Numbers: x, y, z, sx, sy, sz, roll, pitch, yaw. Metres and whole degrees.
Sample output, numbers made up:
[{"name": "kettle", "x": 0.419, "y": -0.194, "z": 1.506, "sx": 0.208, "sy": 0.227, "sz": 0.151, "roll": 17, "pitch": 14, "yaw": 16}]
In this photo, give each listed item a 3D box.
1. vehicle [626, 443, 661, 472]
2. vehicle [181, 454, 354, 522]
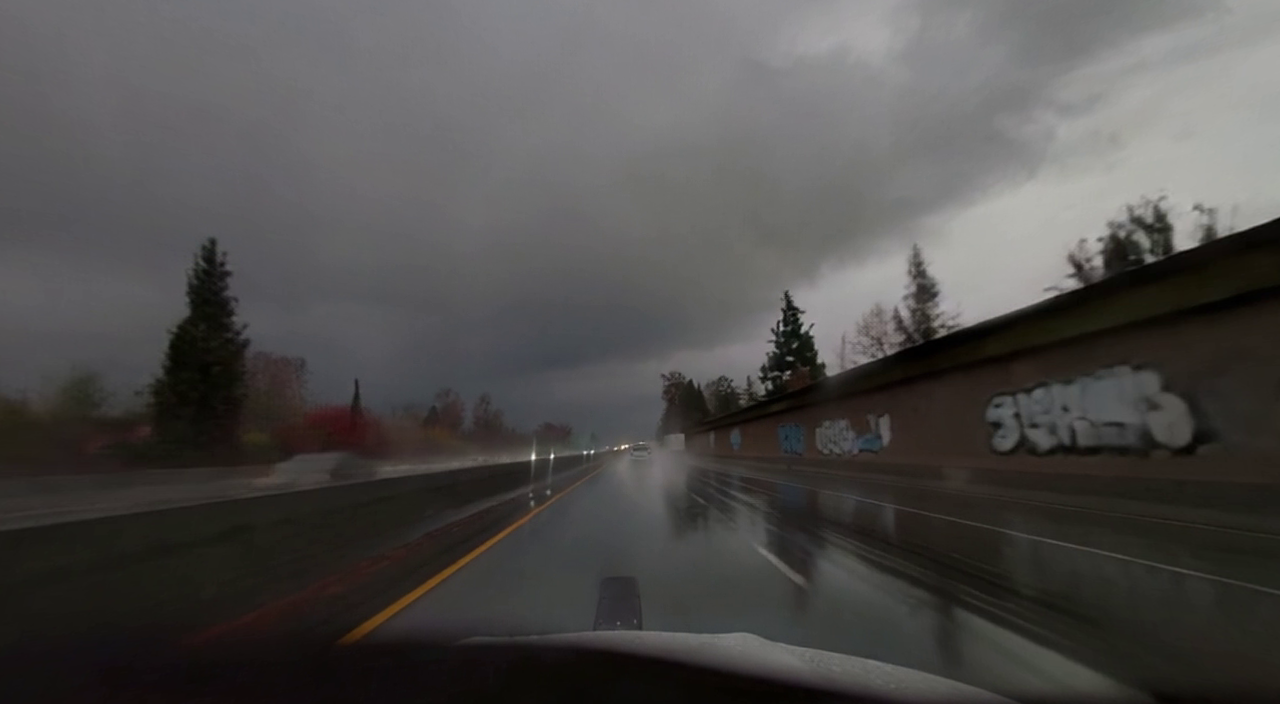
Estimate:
[{"name": "vehicle", "x": 0.194, "y": 6.568, "z": 39.277, "sx": 2.095, "sy": 1.671, "sz": 4.219, "roll": 0, "pitch": -9, "yaw": -1}, {"name": "vehicle", "x": -9.544, "y": 3.475, "z": 16.582, "sx": 1.904, "sy": 1.499, "sz": 4.352, "roll": 0, "pitch": -9, "yaw": 0}]
